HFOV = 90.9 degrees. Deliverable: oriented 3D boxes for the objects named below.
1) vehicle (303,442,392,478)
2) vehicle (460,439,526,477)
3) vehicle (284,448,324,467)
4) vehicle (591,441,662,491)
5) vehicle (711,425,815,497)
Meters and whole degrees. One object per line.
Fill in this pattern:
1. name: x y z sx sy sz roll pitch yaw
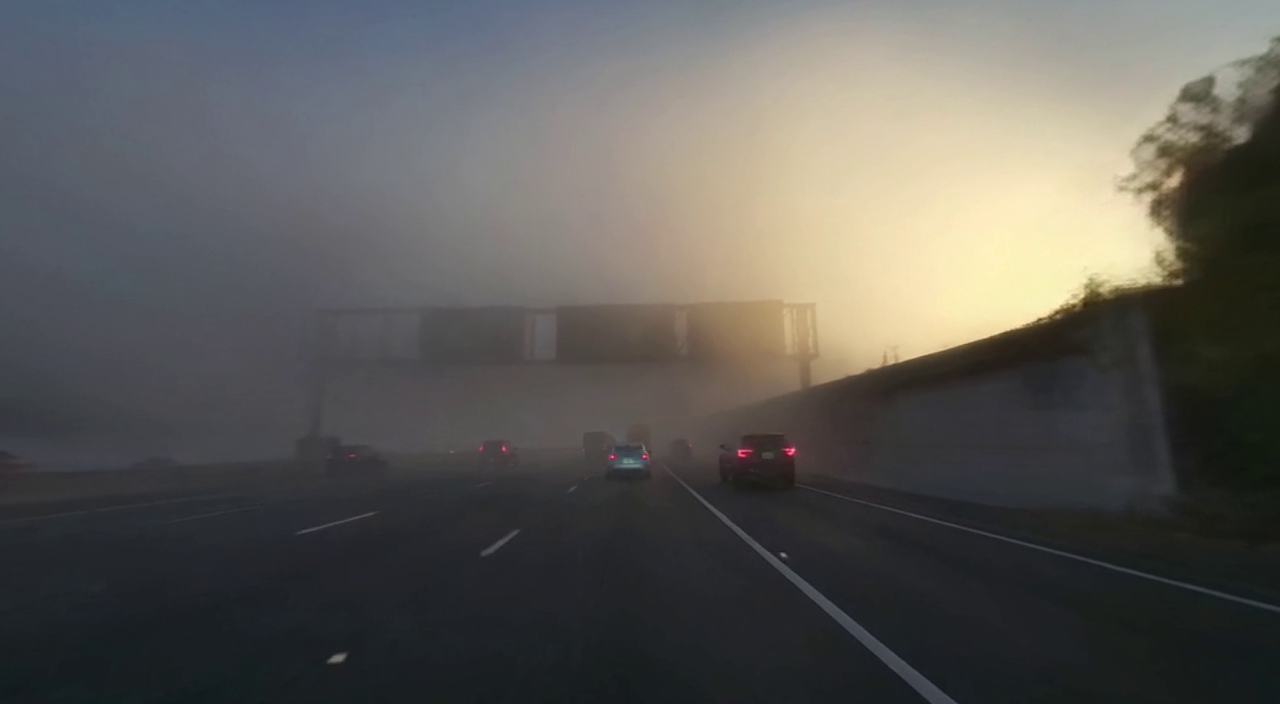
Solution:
1. vehicle: -14.449 5.349 31.559 2.055 1.628 4.898 0 -9 1
2. vehicle: -6.834 4.974 29.837 2.060 1.669 4.242 0 -9 0
3. vehicle: -26.440 8.308 49.733 1.453 1.354 3.260 -3 -9 -1
4. vehicle: -0.389 3.638 20.527 2.042 1.446 4.269 0 -9 0
5. vehicle: 3.314 3.050 17.973 2.001 1.771 4.250 0 -9 -1
